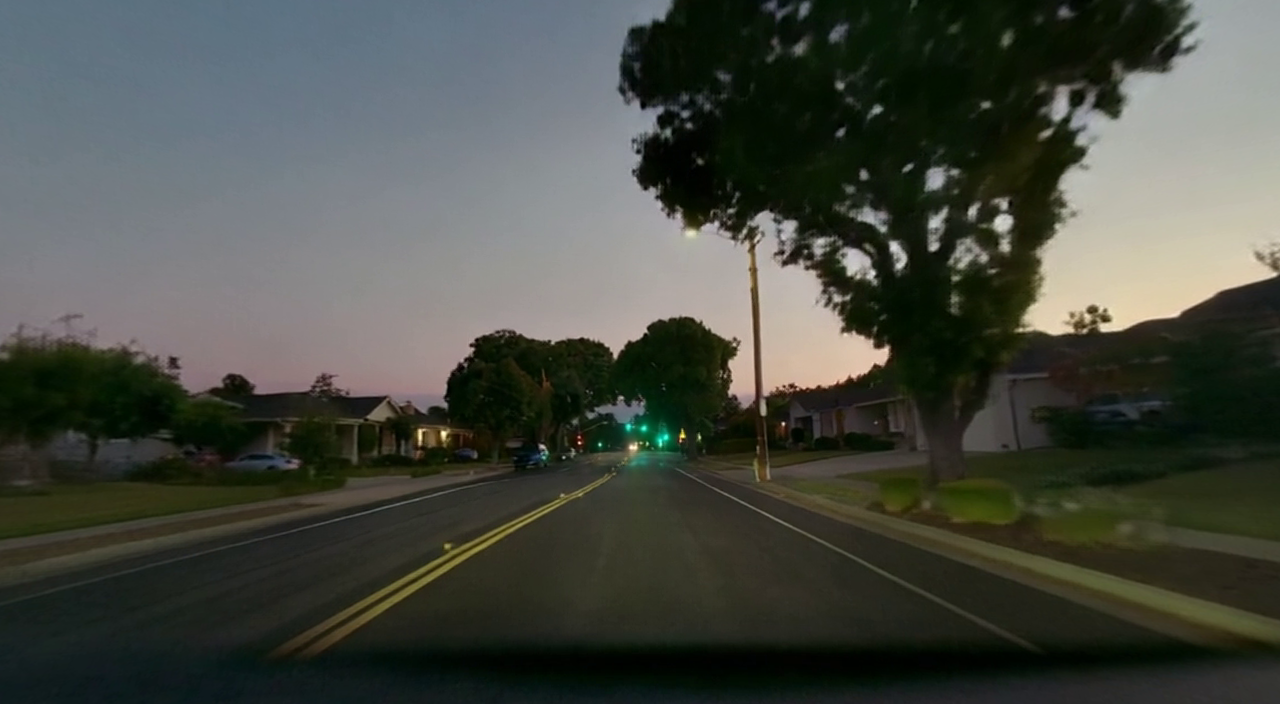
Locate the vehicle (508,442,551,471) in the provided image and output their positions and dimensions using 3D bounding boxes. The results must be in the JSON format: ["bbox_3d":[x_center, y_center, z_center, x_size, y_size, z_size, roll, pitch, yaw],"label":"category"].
[{"bbox_3d":[-7.391,7.046,42.783,2.209,1.807,4.432,-2,-8,-1],"label":"vehicle"}]
